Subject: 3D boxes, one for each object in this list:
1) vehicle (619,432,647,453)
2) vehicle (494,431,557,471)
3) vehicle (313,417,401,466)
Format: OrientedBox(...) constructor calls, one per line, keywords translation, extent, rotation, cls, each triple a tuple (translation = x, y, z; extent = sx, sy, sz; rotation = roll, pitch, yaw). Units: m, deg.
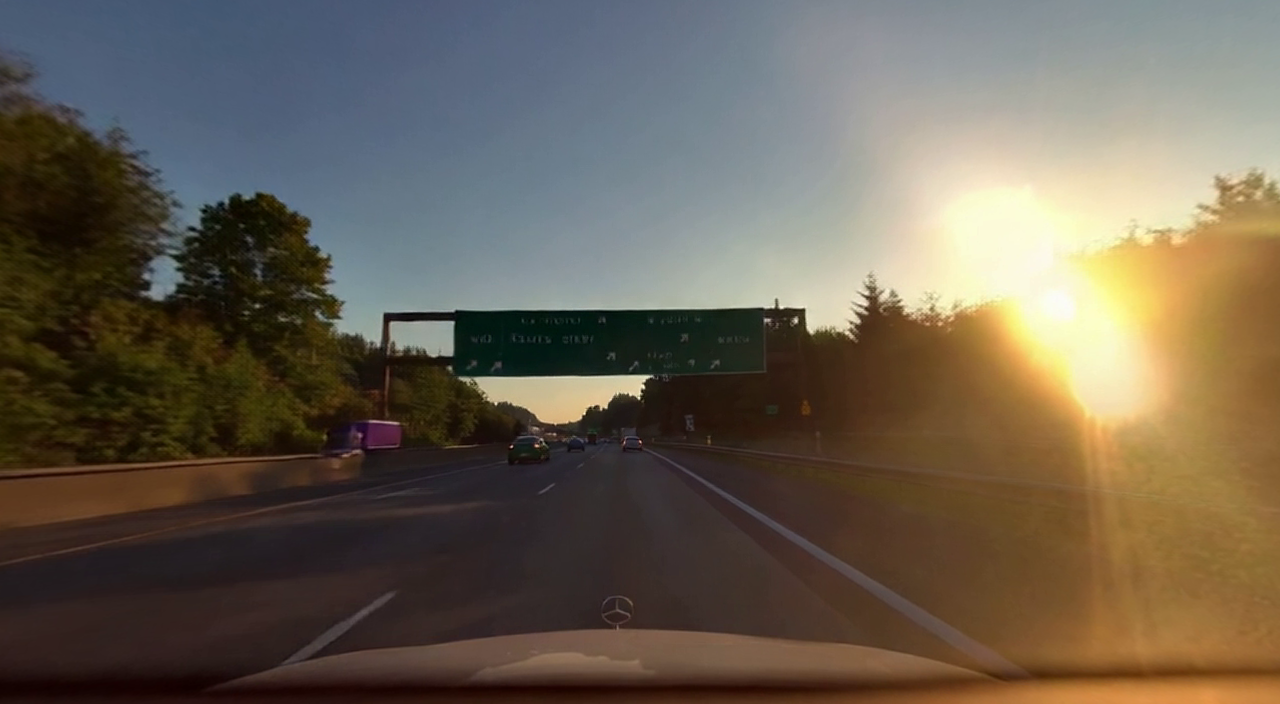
OrientedBox(translation=(-0.549, 7.030, 48.879), extent=(2.139, 1.561, 4.060), rotation=(0, -8, -1), cls="vehicle")
OrientedBox(translation=(-4.607, 4.028, 25.963), extent=(1.959, 1.514, 3.668), rotation=(0, -8, -1), cls="vehicle")
OrientedBox(translation=(-17.915, 5.726, 40.378), extent=(2.615, 2.860, 6.648), rotation=(0, -8, -1), cls="vehicle")
